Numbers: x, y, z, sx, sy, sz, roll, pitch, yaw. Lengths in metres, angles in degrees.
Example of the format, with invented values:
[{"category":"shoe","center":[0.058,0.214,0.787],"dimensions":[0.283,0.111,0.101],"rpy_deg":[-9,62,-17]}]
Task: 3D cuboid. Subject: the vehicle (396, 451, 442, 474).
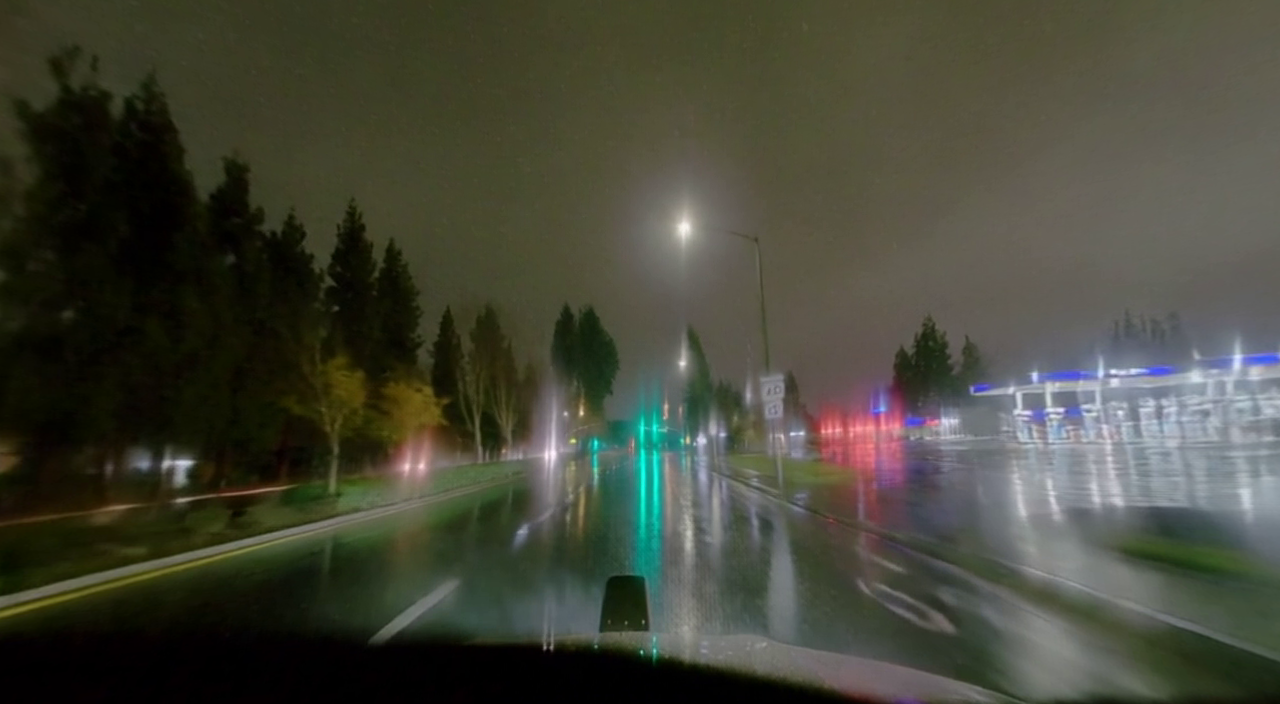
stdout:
[{"category":"vehicle","center":[-16.990,8.513,48.628],"dimensions":[1.841,1.642,4.448],"rpy_deg":[0,-8,1]}]
